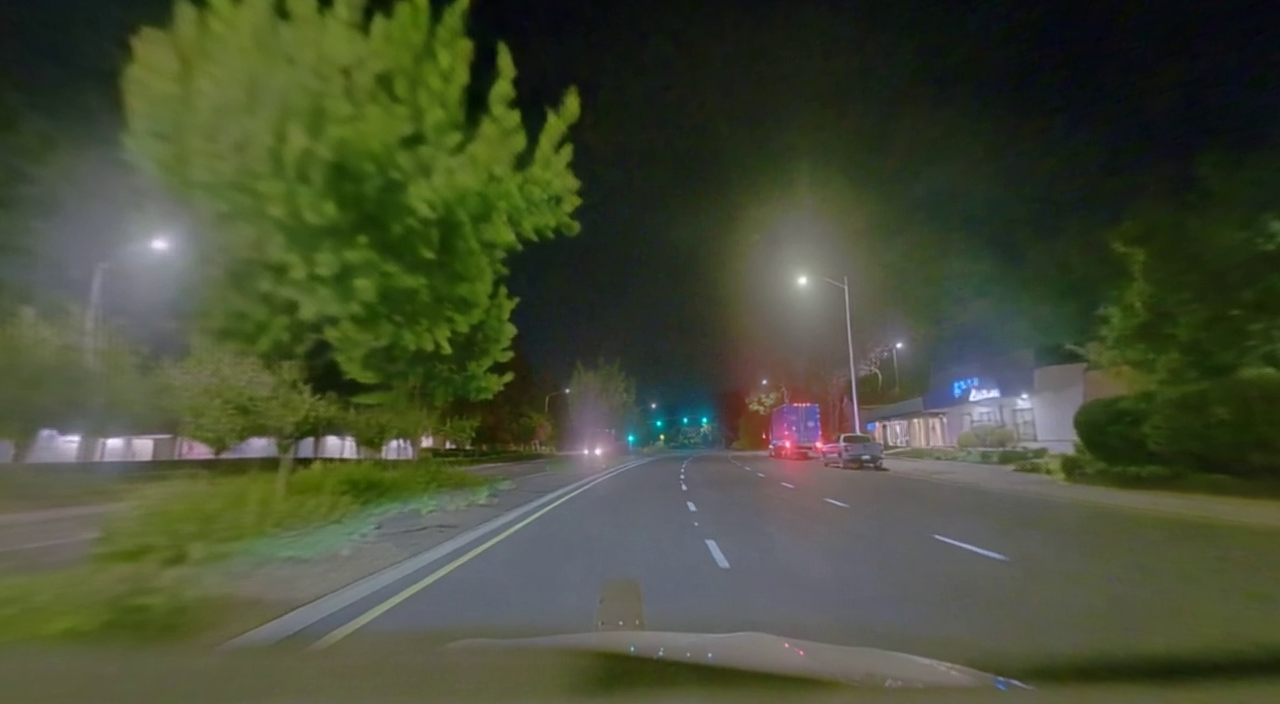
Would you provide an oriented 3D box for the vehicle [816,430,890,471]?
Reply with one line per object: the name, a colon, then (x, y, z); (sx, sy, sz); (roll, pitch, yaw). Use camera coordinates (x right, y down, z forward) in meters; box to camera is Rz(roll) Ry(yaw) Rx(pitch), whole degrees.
vehicle: (10.982, 5.154, 33.114); (2.200, 1.944, 5.935); (-1, -8, 4)
